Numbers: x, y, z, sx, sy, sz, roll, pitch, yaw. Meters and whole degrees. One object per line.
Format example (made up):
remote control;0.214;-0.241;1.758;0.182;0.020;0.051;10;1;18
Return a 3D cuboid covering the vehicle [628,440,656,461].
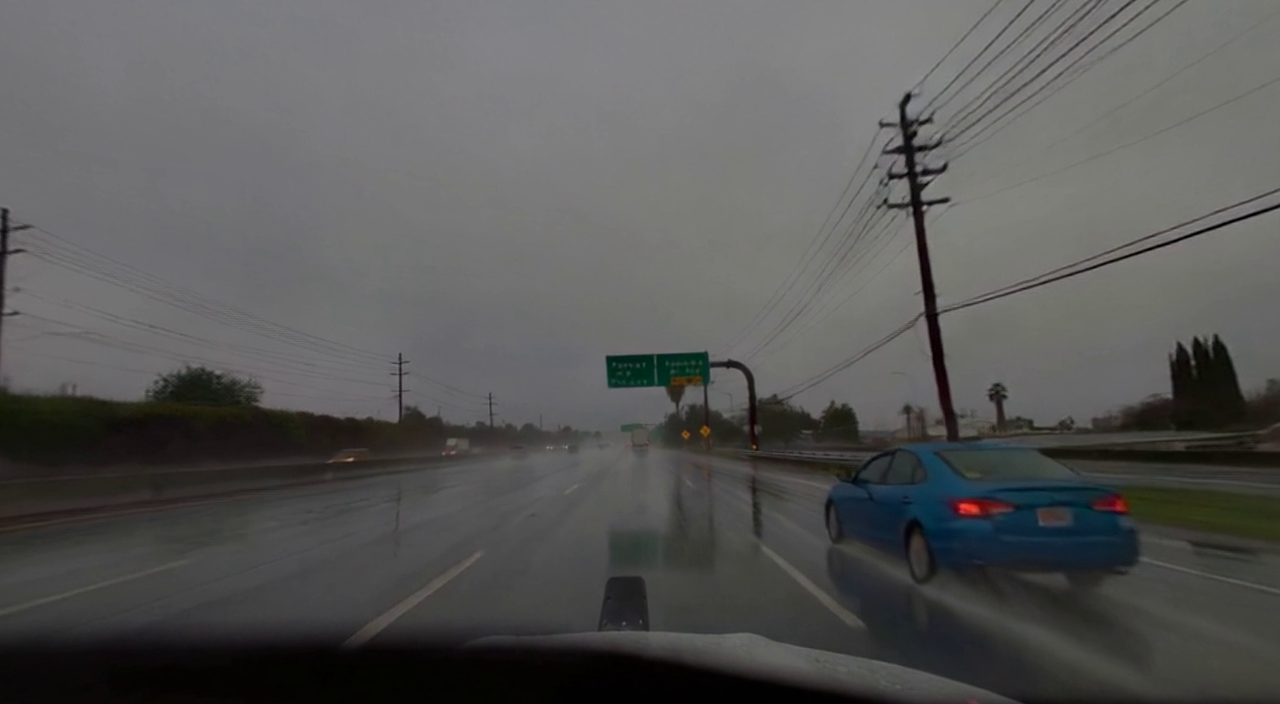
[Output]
vehicle;0.122;7.422;47.555;2.036;1.474;3.969;0;-8;0

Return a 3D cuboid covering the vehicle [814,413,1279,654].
vehicle;3.421;1.486;6.309;2.060;1.526;4.387;0;-8;0
